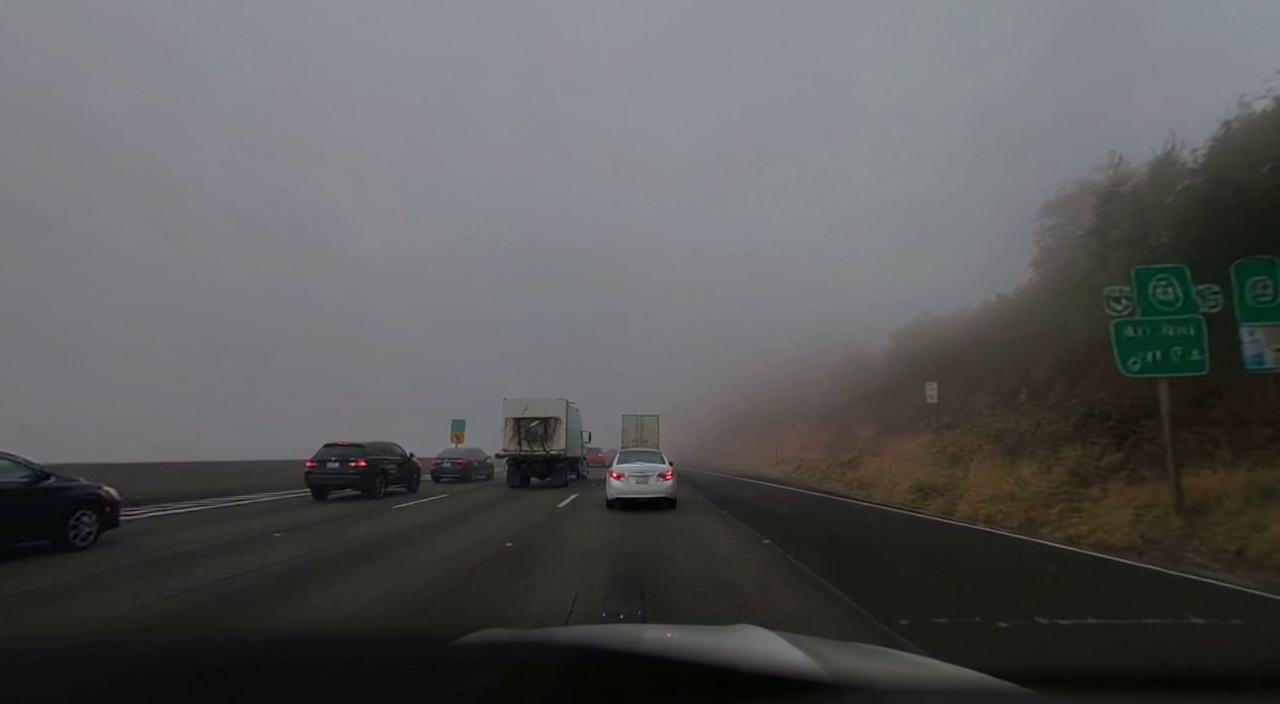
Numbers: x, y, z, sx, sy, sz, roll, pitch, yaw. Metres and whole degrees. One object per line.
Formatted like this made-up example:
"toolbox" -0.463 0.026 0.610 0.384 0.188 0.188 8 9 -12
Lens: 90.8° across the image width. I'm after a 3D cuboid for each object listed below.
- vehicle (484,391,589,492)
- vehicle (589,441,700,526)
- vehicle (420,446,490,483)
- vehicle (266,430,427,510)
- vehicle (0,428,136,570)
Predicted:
"vehicle" -3.747 3.533 24.769 2.812 3.342 7.248 0 -9 1
"vehicle" 0.062 2.628 13.073 1.995 1.495 3.380 0 -9 0
"vehicle" -8.031 4.897 27.733 1.880 1.512 3.758 -1 -9 1
"vehicle" -7.273 2.968 16.241 1.952 1.746 4.332 -1 -9 1
"vehicle" -7.869 1.508 6.252 1.879 1.521 4.623 -1 -9 1
